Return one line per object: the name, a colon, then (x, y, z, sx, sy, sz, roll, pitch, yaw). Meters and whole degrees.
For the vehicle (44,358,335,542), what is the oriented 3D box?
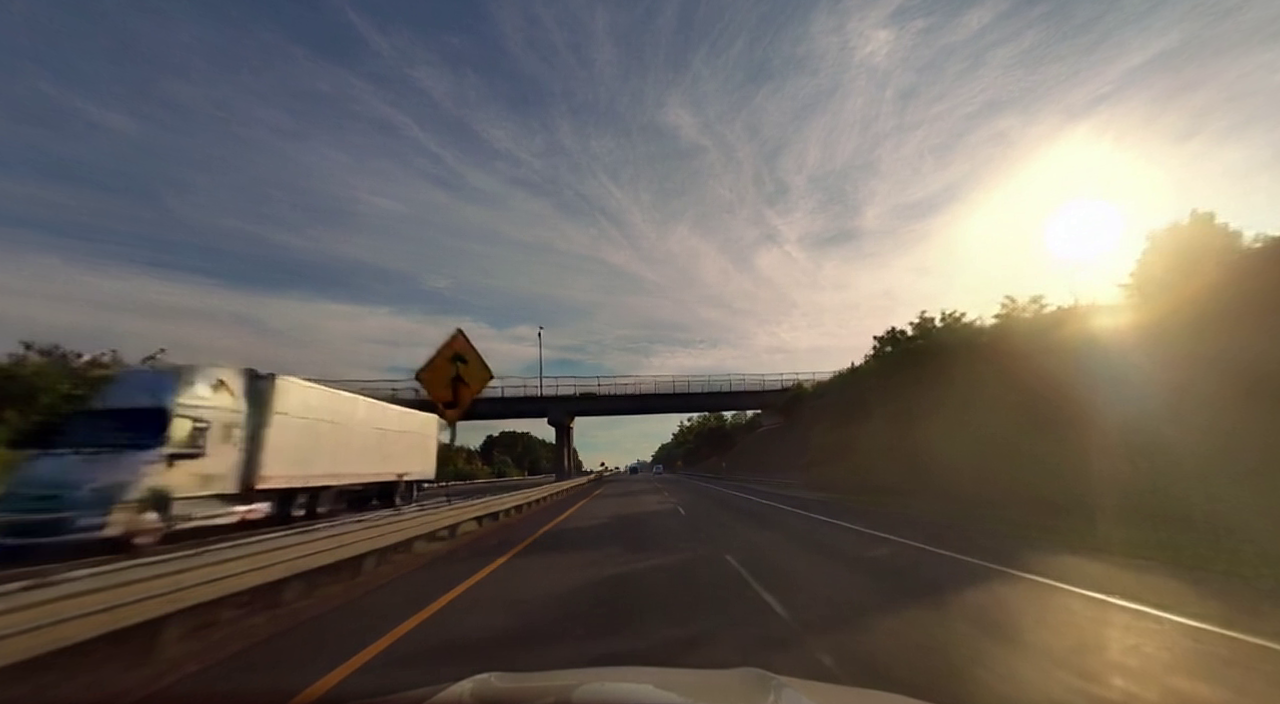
vehicle: (-11.316, 2.667, 16.907, 3.027, 3.994, 6.031, 1, -10, 0)
